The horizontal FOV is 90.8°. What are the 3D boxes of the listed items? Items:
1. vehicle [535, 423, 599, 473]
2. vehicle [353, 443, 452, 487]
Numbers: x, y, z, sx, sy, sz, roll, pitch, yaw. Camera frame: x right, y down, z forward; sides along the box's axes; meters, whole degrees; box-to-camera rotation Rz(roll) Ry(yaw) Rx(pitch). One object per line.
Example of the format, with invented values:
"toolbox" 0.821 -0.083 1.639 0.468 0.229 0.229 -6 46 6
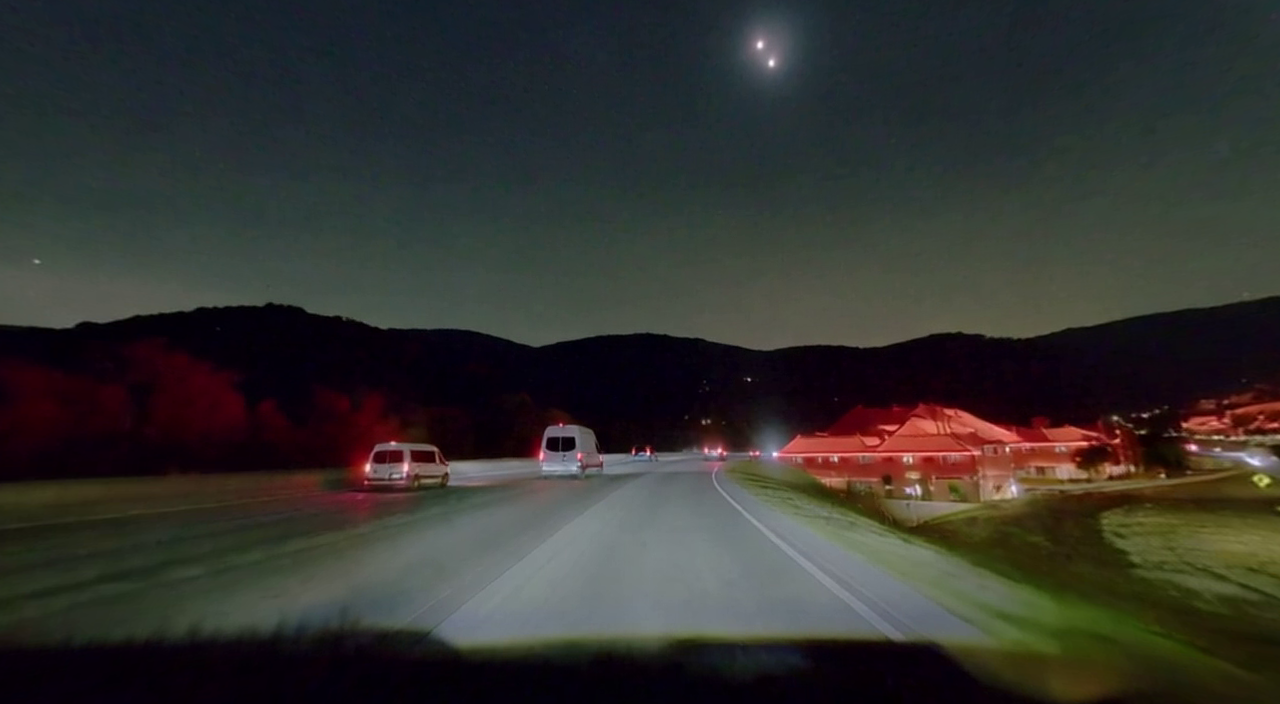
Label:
"vehicle" -4.225 5.766 37.835 2.314 2.703 6.441 -1 -9 7
"vehicle" -9.005 4.311 24.438 1.821 1.524 4.342 -1 -9 5
